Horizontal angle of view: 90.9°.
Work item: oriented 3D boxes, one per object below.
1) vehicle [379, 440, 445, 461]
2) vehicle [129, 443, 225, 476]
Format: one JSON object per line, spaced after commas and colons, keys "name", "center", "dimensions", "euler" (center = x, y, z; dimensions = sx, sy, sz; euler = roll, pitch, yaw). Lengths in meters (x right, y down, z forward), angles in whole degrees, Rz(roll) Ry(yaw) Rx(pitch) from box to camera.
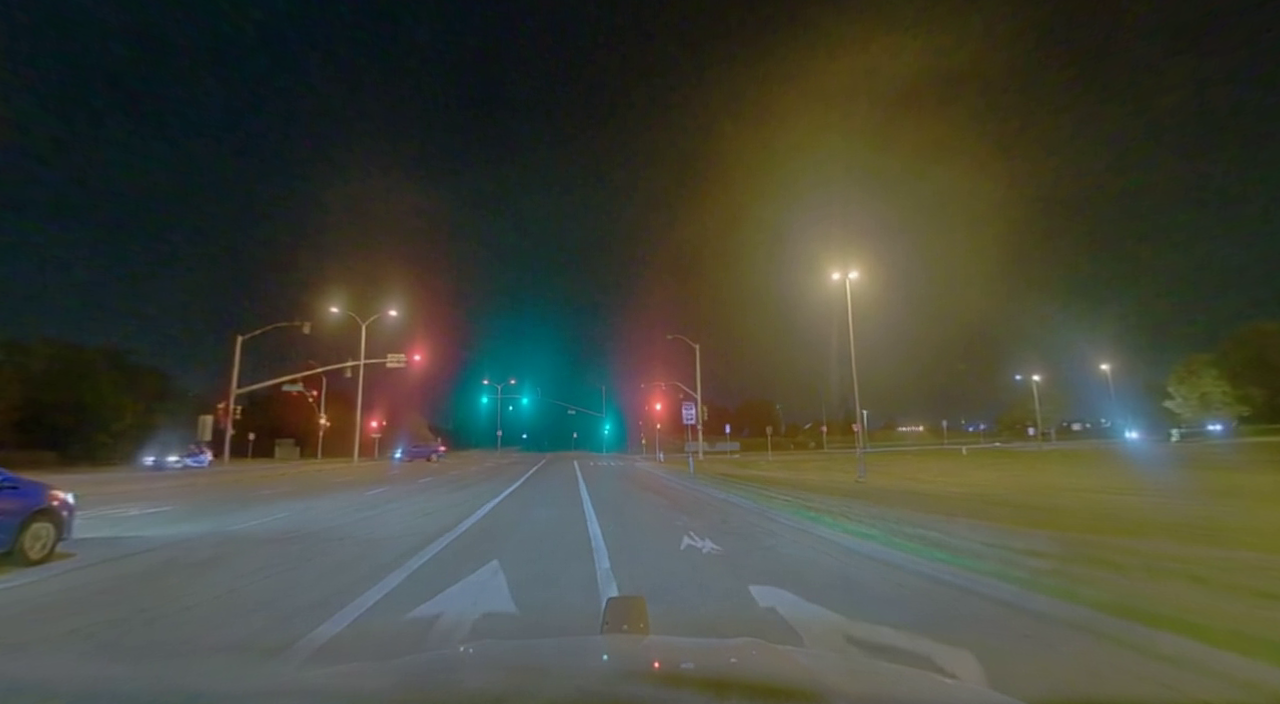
{"name": "vehicle", "center": [-17.548, 7.553, 48.671], "dimensions": [1.837, 1.530, 4.570], "euler": [-6, -10, 32]}
{"name": "vehicle", "center": [-22.466, 5.196, 30.790], "dimensions": [1.877, 1.492, 4.205], "euler": [1, -8, -7]}
